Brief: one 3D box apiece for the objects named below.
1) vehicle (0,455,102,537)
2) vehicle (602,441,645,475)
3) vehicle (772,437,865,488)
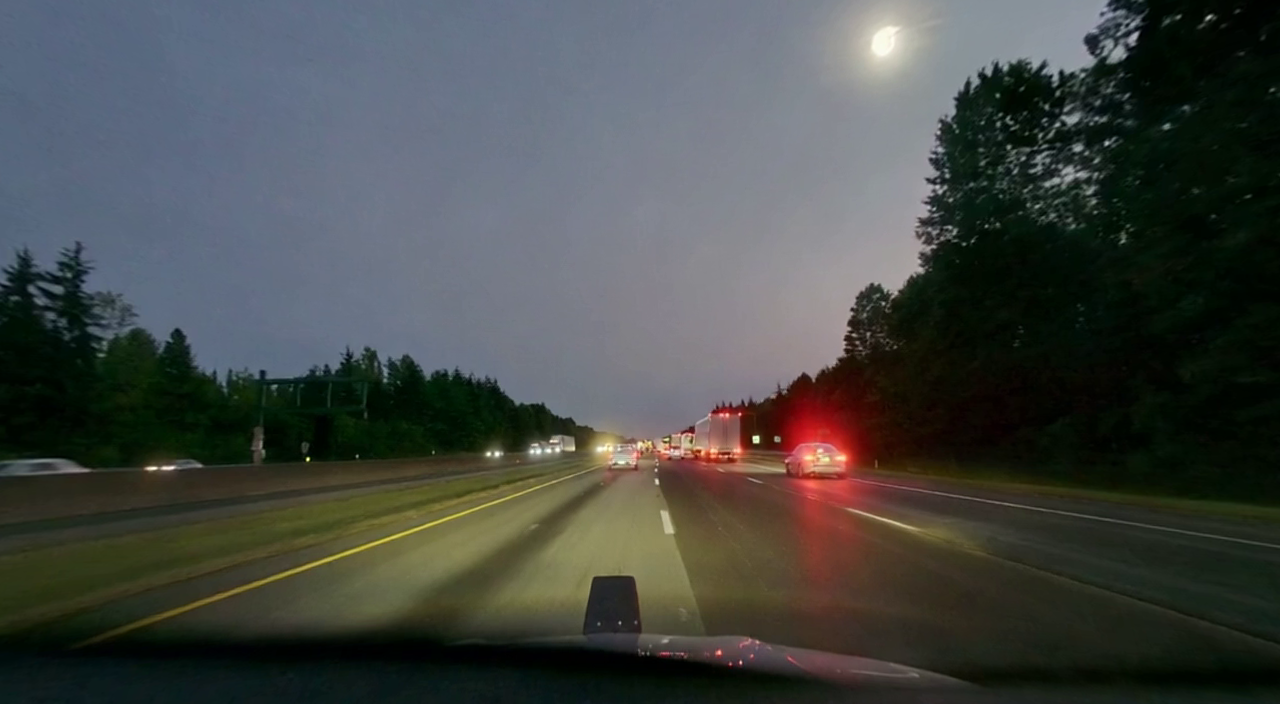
[{"bbox_3d":[-14.437,3.063,13.302,1.950,1.683,4.571,-1,-9,1],"label":"vehicle"},{"bbox_3d":[-0.848,5.734,34.144,2.114,1.706,4.106,-1,-9,1],"label":"vehicle"},{"bbox_3d":[6.422,4.028,23.239,2.011,1.638,4.737,0,-9,0],"label":"vehicle"}]
